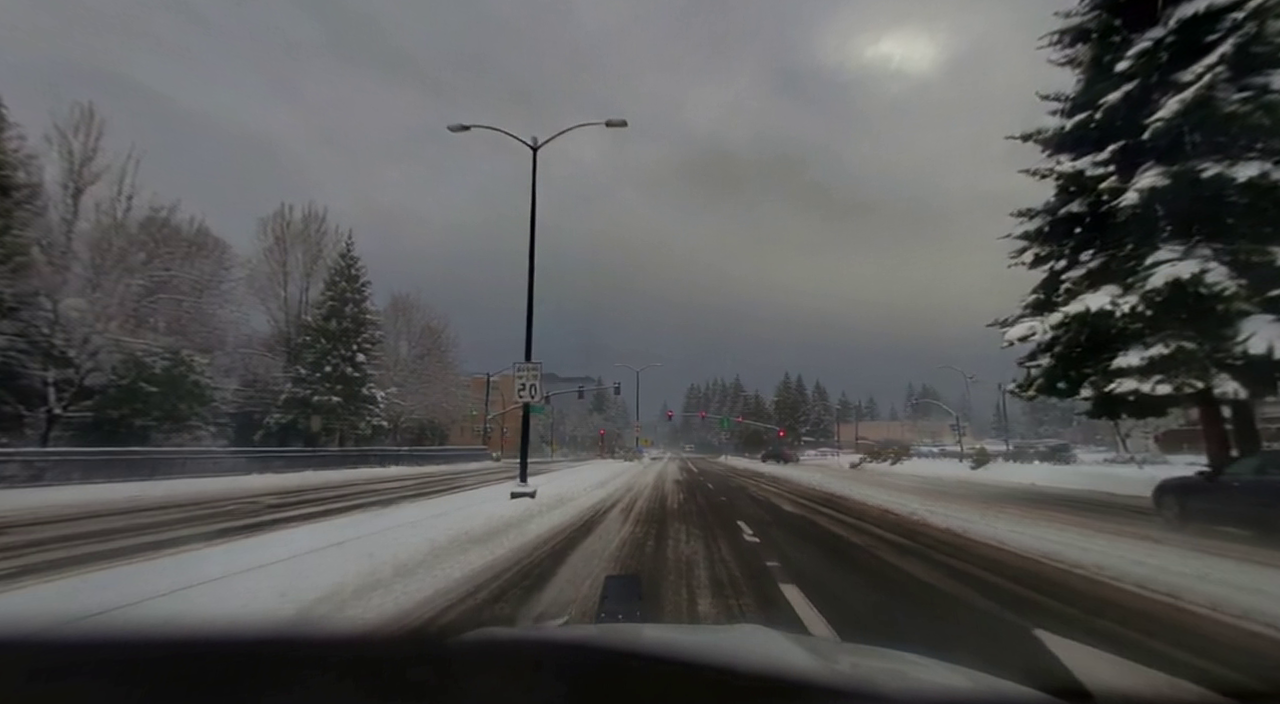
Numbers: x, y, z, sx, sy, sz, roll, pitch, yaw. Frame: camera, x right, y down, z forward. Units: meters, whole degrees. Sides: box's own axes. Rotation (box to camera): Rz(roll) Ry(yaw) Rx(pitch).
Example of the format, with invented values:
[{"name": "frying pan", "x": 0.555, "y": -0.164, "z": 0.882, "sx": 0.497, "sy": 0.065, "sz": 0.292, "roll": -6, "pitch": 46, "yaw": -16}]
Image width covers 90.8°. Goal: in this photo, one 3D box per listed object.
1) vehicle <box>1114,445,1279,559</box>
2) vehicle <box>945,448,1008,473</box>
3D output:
[{"name": "vehicle", "x": 9.596, "y": 2.133, "z": 9.294, "sx": 1.933, "sy": 1.500, "sz": 4.458, "roll": 0, "pitch": -8, "yaw": 3}, {"name": "vehicle", "x": 22.056, "y": 7.115, "z": 41.603, "sx": 1.896, "sy": 1.524, "sz": 4.562, "roll": -1, "pitch": -8, "yaw": 5}]
